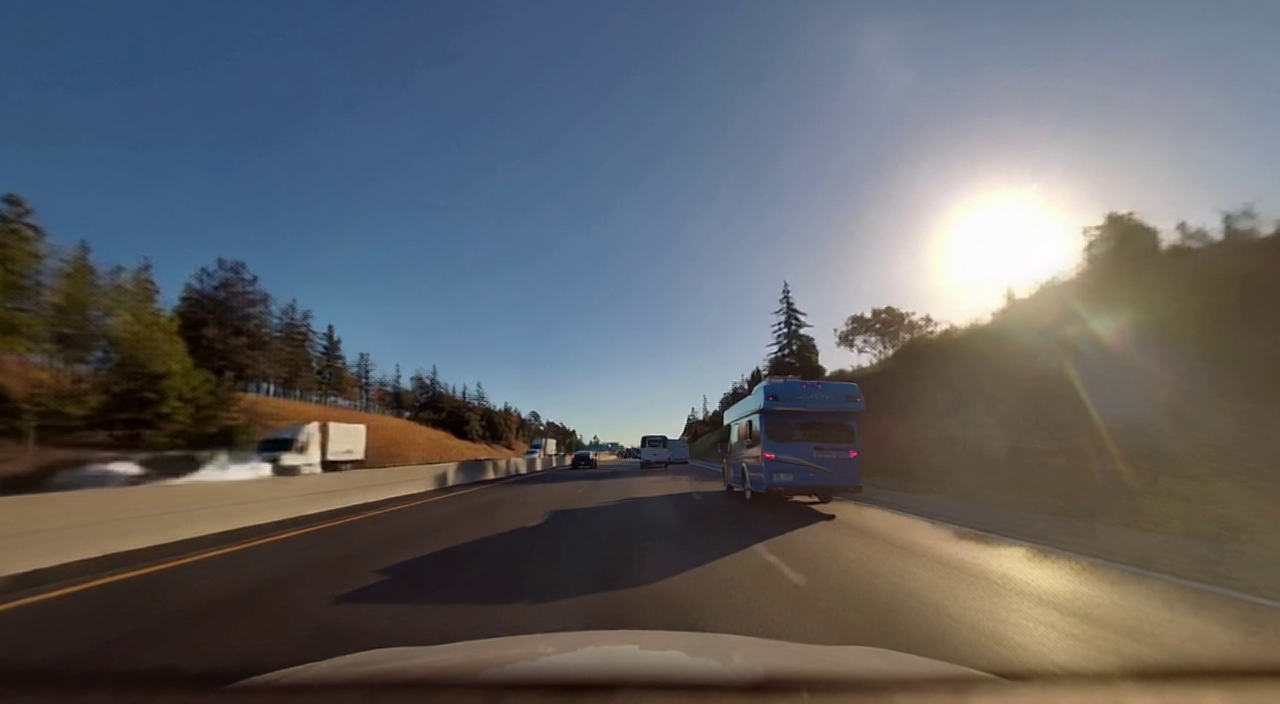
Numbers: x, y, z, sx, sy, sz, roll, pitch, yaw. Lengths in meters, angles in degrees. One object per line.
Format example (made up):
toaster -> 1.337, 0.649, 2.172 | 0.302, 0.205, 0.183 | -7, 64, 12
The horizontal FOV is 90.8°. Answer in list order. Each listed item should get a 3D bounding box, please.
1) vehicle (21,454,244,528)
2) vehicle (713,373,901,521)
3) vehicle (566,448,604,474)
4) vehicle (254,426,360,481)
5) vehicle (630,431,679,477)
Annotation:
vehicle -> -11.339, 3.088, 14.547 | 1.794, 1.424, 3.959 | 0, -9, 1
vehicle -> 3.732, 2.433, 16.191 | 2.607, 2.910, 7.252 | 0, -9, -2
vehicle -> -3.444, 6.899, 40.160 | 1.959, 1.502, 4.559 | 0, -9, 1
vehicle -> -18.894, 5.815, 36.273 | 2.605, 2.905, 6.055 | 0, -9, 1
vehicle -> 0.732, 5.607, 34.761 | 2.524, 2.310, 4.986 | 0, -9, 0
